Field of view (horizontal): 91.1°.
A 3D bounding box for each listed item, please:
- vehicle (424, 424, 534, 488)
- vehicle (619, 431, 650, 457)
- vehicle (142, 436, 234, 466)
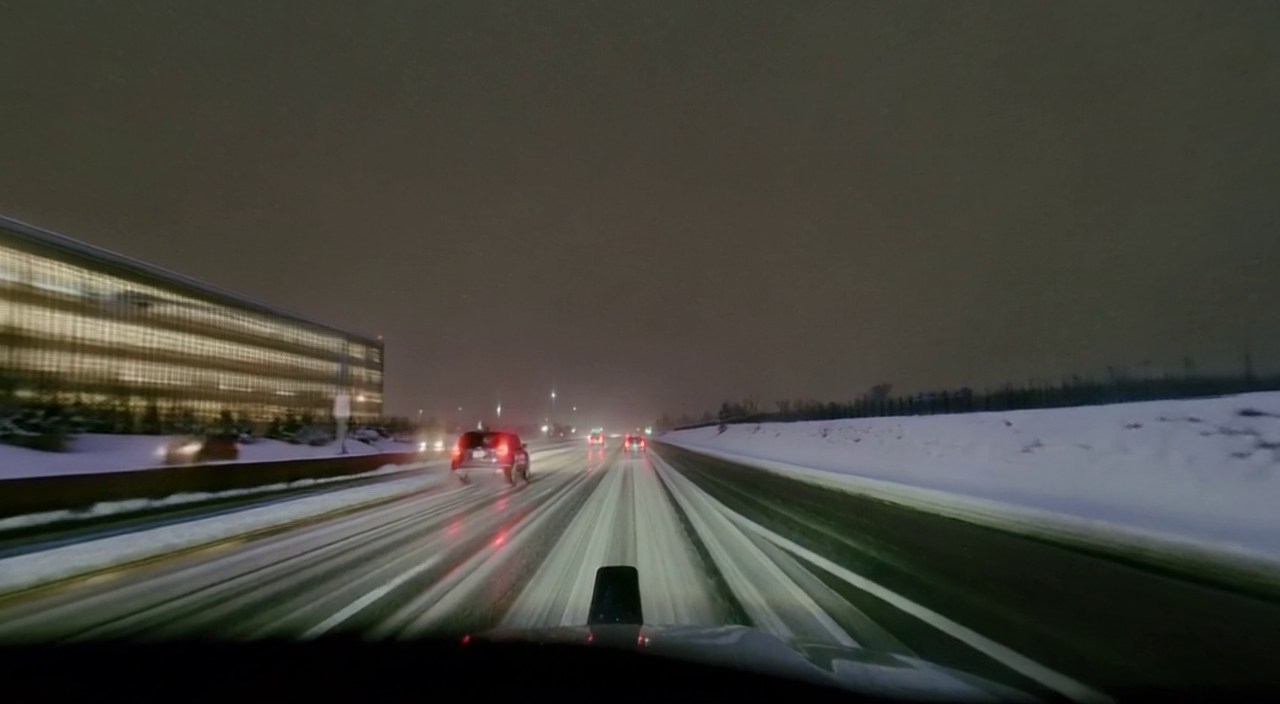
[{"bbox_3d":[-4.495,2.962,18.332,2.036,1.612,4.510,0,-8,-1],"label":"vehicle"},{"bbox_3d":[-0.380,6.213,42.537,2.036,1.637,4.009,0,-8,-1],"label":"vehicle"},{"bbox_3d":[-24.810,5.410,34.705,1.896,1.505,4.243,-1,-8,1],"label":"vehicle"}]
